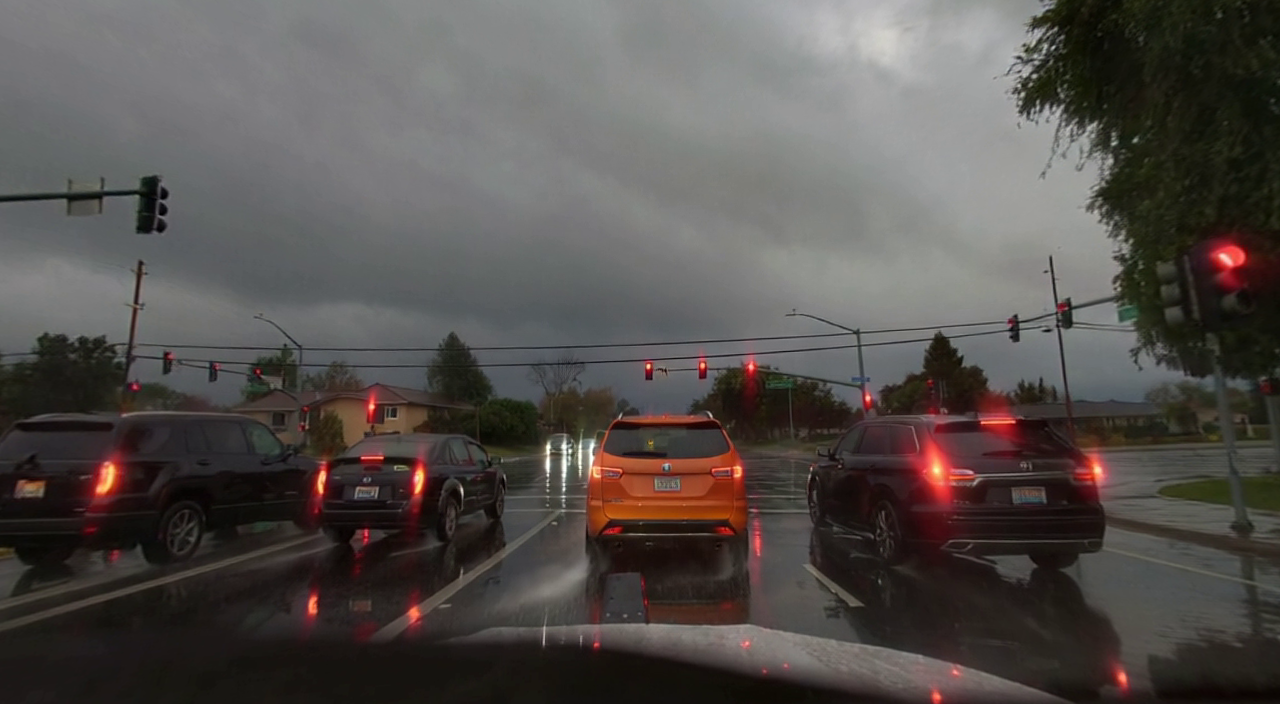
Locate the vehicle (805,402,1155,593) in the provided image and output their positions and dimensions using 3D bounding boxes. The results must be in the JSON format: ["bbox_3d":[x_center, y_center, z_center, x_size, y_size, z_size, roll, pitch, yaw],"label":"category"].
[{"bbox_3d":[3.526,1.587,7.745,2.047,1.638,4.395,-1,-8,4],"label":"vehicle"}]

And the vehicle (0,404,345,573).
[{"bbox_3d":[-6.628,1.822,9.256,2.075,1.796,4.785,0,-8,2],"label":"vehicle"}]

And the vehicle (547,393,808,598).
[{"bbox_3d":[0.393,1.518,7.492,2.198,1.708,4.170,0,-8,2],"label":"vehicle"}]

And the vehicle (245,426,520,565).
[{"bbox_3d":[-3.237,1.883,9.094,1.885,1.475,4.359,-1,-8,4],"label":"vehicle"}]
